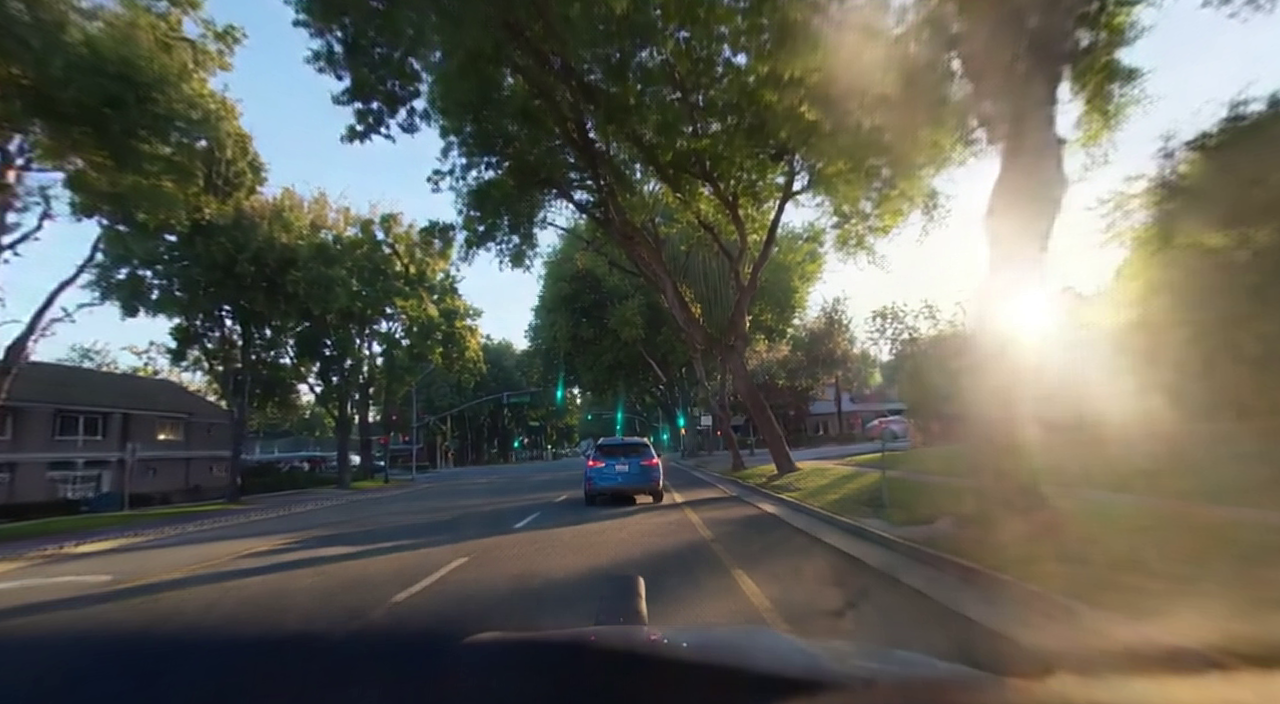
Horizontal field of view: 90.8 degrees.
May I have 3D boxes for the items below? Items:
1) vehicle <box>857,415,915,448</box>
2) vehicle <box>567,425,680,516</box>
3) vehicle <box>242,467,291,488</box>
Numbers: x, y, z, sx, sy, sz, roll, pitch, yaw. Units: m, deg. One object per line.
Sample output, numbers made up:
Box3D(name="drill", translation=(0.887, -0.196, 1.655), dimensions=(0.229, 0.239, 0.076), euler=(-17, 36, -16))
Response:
Box3D(name="vehicle", translation=(16.234, 5.336, 42.011), dimensions=(2.039, 1.990, 5.111), euler=(-1, -8, 4))
Box3D(name="vehicle", translation=(-0.347, 2.541, 14.023), dimensions=(2.136, 1.703, 3.910), euler=(0, -8, -1))
Box3D(name="vehicle", translation=(-28.675, 9.600, 48.661), dimensions=(1.771, 1.435, 4.144), euler=(-1, -10, -8))
